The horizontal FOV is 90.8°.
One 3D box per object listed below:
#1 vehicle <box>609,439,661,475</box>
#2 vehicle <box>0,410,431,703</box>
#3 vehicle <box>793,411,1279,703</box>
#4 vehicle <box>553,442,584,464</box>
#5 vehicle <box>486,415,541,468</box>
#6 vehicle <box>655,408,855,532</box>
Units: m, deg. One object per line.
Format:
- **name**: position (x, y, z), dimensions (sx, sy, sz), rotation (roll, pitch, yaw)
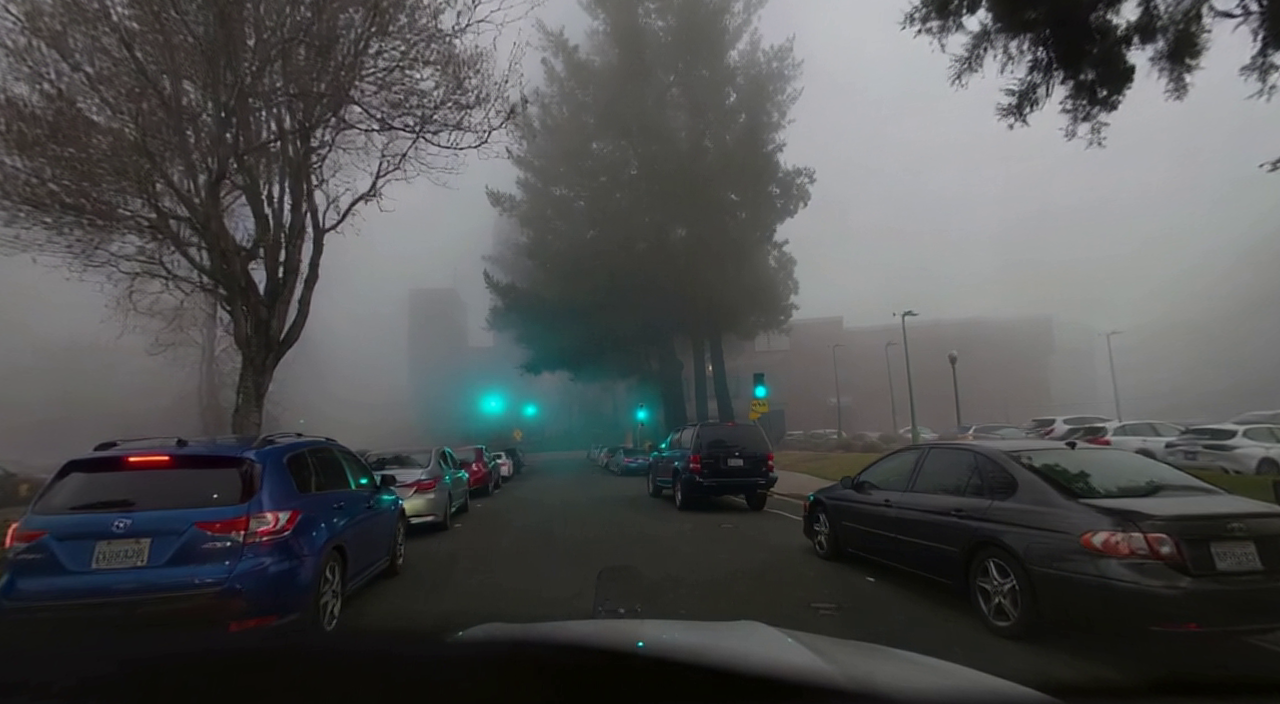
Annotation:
- **vehicle**: position (-0.310, 4.809, 29.171), dimensions (1.910, 1.493, 4.490), rotation (1, -8, -7)
- **vehicle**: position (-2.888, 1.339, 5.089), dimensions (1.968, 1.497, 4.286), rotation (2, -9, -15)
- **vehicle**: position (3.150, 1.404, 5.609), dimensions (1.904, 1.494, 4.864), rotation (1, -8, -6)
- **vehicle**: position (-5.262, 7.393, 46.484), dimensions (2.095, 1.473, 4.301), rotation (1, -8, -6)
- **vehicle**: position (-8.381, 6.091, 42.862), dimensions (2.820, 3.263, 7.986), rotation (1, -8, -6)
- **vehicle**: position (1.900, 2.269, 12.817), dimensions (2.324, 1.907, 5.634), rotation (1, -8, -7)
